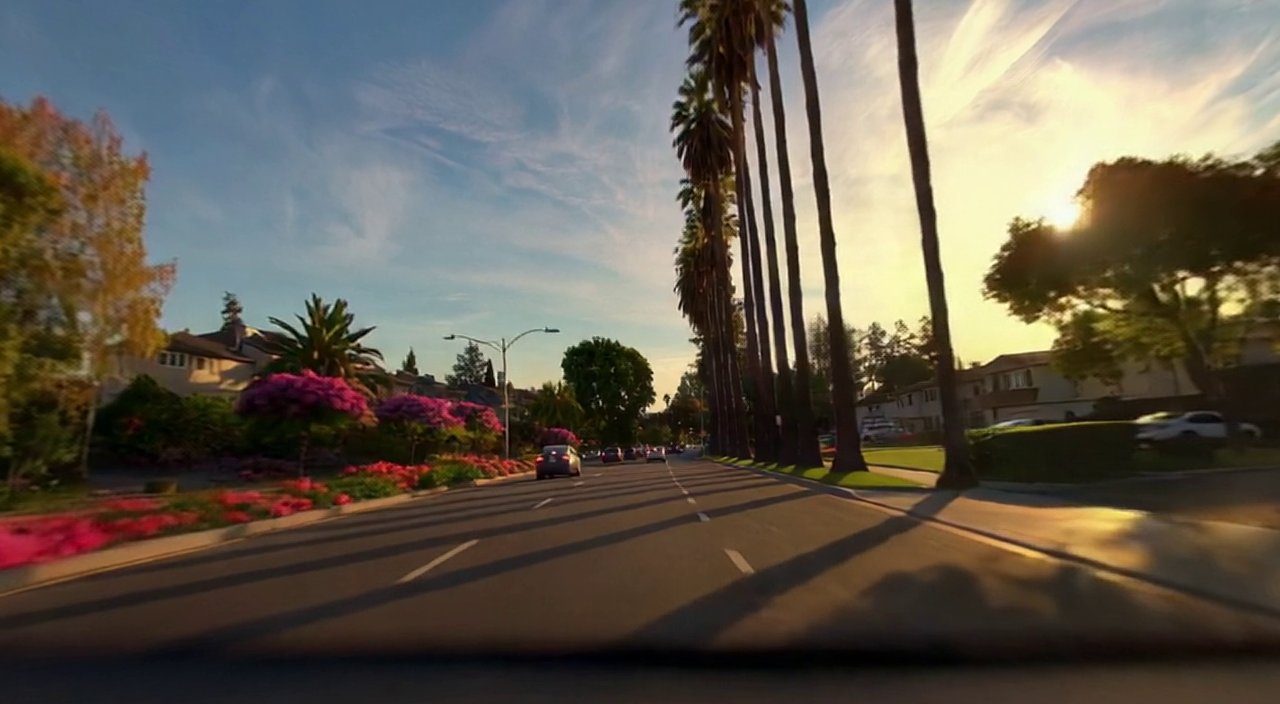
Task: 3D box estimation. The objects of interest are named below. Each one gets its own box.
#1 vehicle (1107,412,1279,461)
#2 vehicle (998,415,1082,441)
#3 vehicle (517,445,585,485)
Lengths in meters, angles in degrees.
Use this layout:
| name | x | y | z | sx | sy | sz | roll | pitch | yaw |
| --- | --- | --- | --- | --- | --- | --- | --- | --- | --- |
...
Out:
| name | x | y | z | sx | sy | sz | roll | pitch | yaw |
| --- | --- | --- | --- | --- | --- | --- | --- | --- | --- |
| vehicle | 19.607 | 3.009 | 22.233 | 4.364 | 1.609 | 1.917 | -2 | -9 | 8 |
| vehicle | 25.191 | 4.824 | 39.642 | 3.956 | 1.565 | 1.886 | -1 | -9 | 4 |
| vehicle | -3.557 | 4.599 | 25.905 | 2.036 | 1.478 | 4.508 | -1 | -9 | 2 |
